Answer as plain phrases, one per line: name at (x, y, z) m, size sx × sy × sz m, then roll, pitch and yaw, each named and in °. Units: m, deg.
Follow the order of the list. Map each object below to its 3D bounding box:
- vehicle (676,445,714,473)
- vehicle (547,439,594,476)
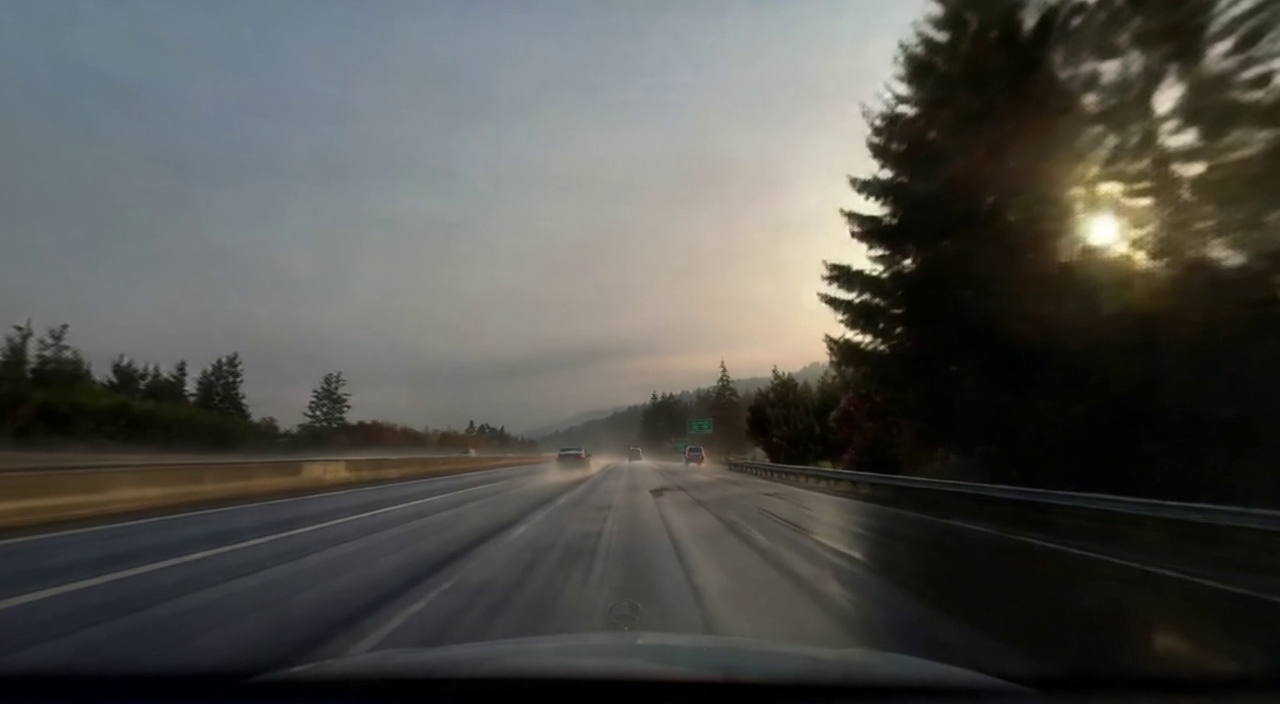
vehicle at (3.698, 7.280, 43.149) m, size 2.133 × 1.746 × 4.511 m, roll 0°, pitch -9°, yaw -1°
vehicle at (-4.146, 6.372, 38.332) m, size 2.278 × 2.054 × 4.498 m, roll 0°, pitch -9°, yaw 1°
